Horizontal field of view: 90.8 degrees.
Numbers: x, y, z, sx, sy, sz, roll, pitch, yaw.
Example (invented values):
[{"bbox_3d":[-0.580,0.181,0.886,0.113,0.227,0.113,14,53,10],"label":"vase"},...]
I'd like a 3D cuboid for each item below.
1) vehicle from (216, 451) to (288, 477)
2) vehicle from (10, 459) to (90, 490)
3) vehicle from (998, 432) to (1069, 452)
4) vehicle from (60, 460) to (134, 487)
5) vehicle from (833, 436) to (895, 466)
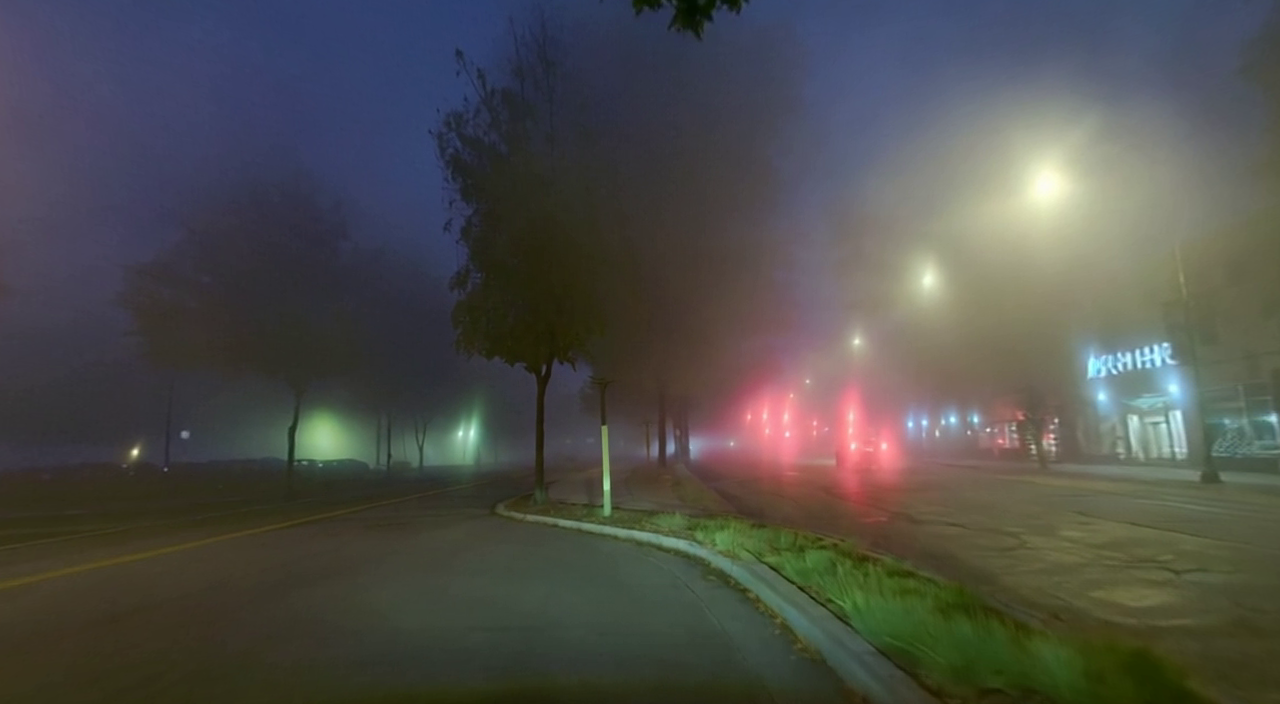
[{"bbox_3d":[-28.214,8.058,45.848,5.483,1.719,2.112,-5,-10,32],"label":"vehicle"},{"bbox_3d":[-33.973,6.989,36.329,5.124,1.541,2.121,-6,-10,33],"label":"vehicle"},{"bbox_3d":[28.204,6.485,45.366,3.839,1.386,1.816,-1,-9,6],"label":"vehicle"},{"bbox_3d":[-34.524,7.674,40.132,4.416,1.541,2.102,-5,-10,30],"label":"vehicle"},{"bbox_3d":[13.088,5.805,37.241,2.100,1.638,4.545,0,-9,2],"label":"vehicle"}]
